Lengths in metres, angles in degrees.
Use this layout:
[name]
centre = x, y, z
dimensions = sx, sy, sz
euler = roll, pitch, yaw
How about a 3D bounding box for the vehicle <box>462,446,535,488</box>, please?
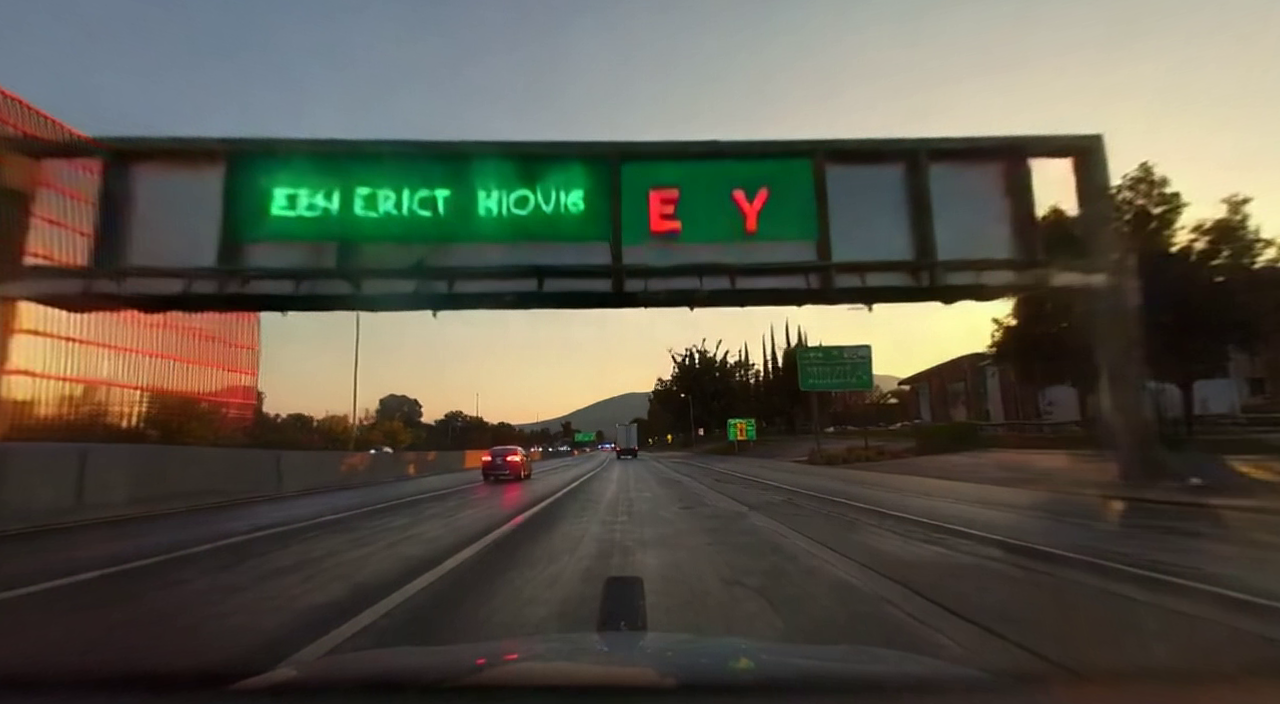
[vehicle]
centre = -5.584, 4.572, 25.464
dimensions = 1.943, 1.510, 4.201
euler = 0, -9, 0
